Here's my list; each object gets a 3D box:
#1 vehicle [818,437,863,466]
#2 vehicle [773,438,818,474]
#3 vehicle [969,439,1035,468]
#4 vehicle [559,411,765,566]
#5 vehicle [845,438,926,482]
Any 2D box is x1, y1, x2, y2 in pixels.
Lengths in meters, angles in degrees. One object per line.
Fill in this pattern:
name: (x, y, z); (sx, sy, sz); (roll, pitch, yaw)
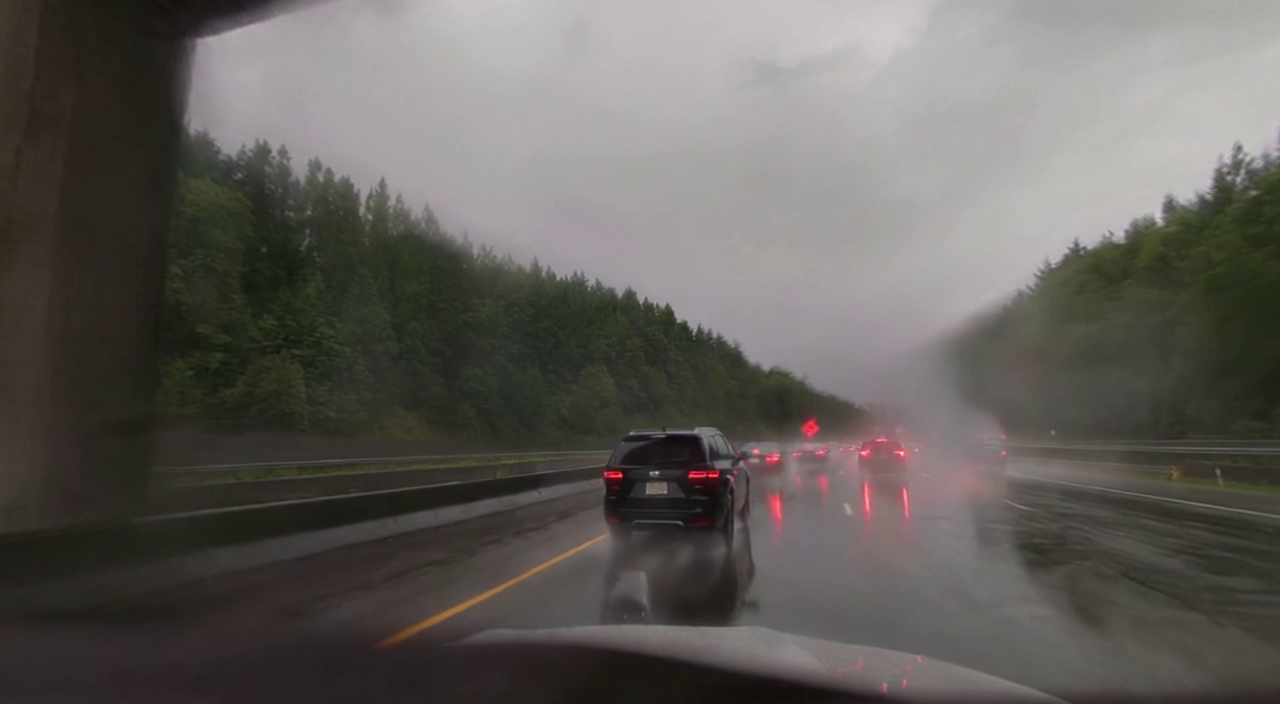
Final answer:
vehicle: (11.886, 5.912, 37.572); (1.857, 1.584, 3.976); (-1, -8, 8)
vehicle: (6.850, 4.561, 27.749); (1.755, 1.457, 3.686); (-2, -8, 13)
vehicle: (20.093, 5.615, 35.153); (1.990, 1.478, 4.475); (-2, -8, 14)
vehicle: (0.584, 1.780, 9.005); (2.021, 1.635, 4.085); (-2, -9, 15)
vehicle: (8.983, 3.956, 23.433); (1.962, 1.442, 4.536); (-2, -8, 11)
